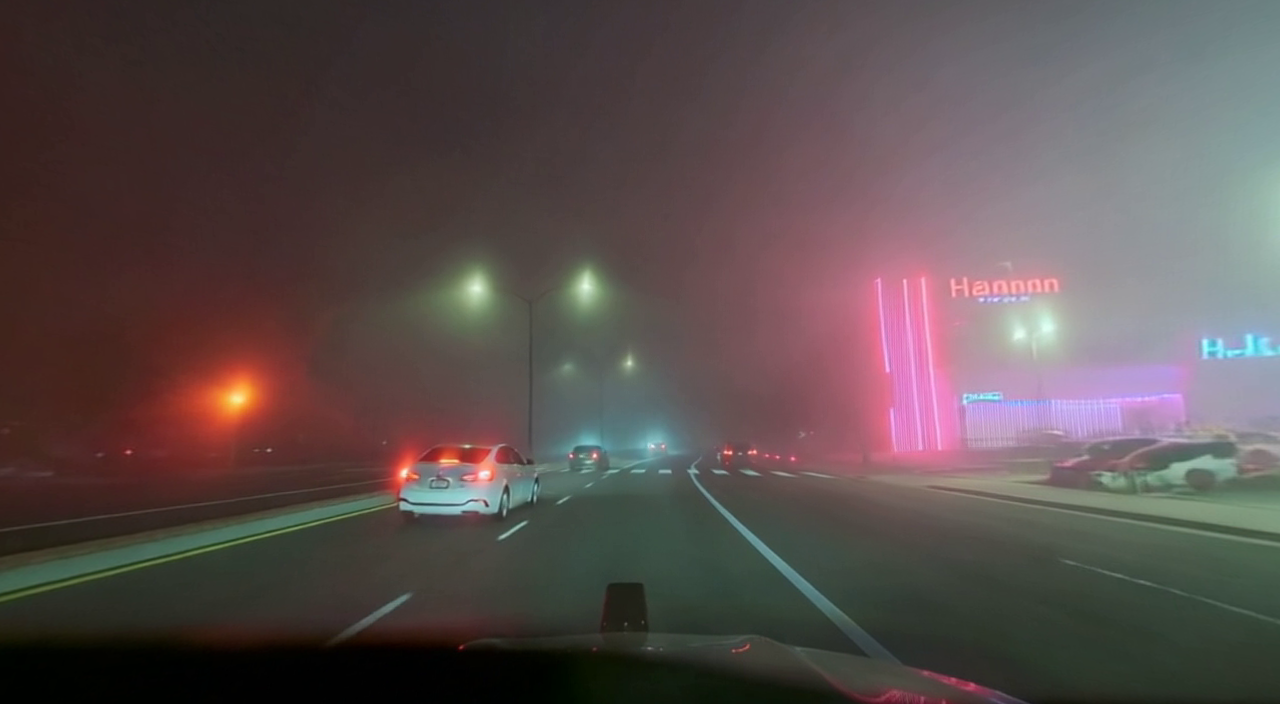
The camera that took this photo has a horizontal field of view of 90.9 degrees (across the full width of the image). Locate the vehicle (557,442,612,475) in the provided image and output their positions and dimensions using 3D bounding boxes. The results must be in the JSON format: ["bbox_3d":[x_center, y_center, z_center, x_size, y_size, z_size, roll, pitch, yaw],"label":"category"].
[{"bbox_3d":[-2.585,5.061,30.185,1.980,1.454,4.226,-1,-8,4],"label":"vehicle"}]

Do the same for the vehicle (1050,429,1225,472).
[{"bbox_3d":[18.194,3.622,23.251,4.583,1.491,2.192,0,-8,-1],"label":"vehicle"}]

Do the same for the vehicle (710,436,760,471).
[{"bbox_3d":[4.904,5.326,33.123,2.103,1.699,4.171,0,-8,1],"label":"vehicle"}]

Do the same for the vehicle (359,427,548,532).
[{"bbox_3d":[-3.153,2.259,11.809,2.118,1.568,4.436,0,-8,1],"label":"vehicle"}]
